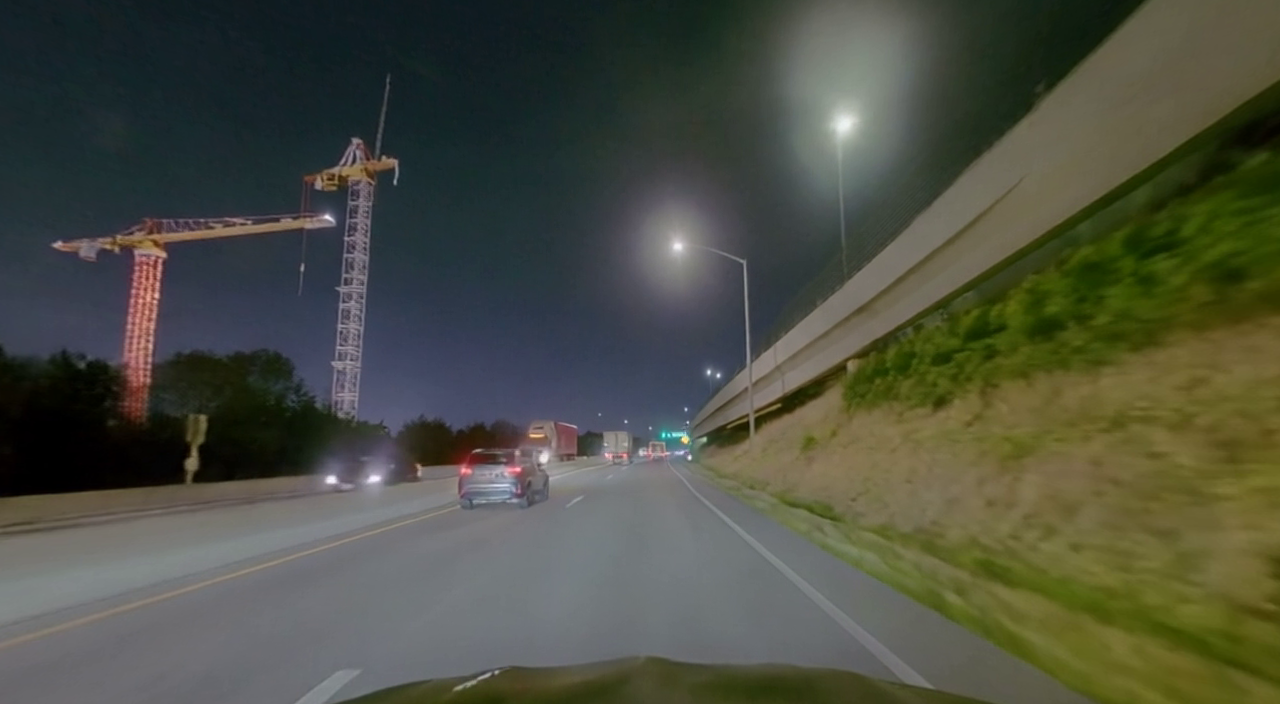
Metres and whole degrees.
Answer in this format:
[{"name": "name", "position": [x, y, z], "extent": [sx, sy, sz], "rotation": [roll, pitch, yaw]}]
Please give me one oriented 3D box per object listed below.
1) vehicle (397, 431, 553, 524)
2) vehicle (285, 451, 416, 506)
[{"name": "vehicle", "position": [-3.280, 2.598, 13.490], "extent": [2.194, 1.648, 3.984], "rotation": [0, -9, 1]}, {"name": "vehicle", "position": [-8.636, 3.771, 19.262], "extent": [2.136, 1.452, 4.117], "rotation": [0, -9, -2]}]
